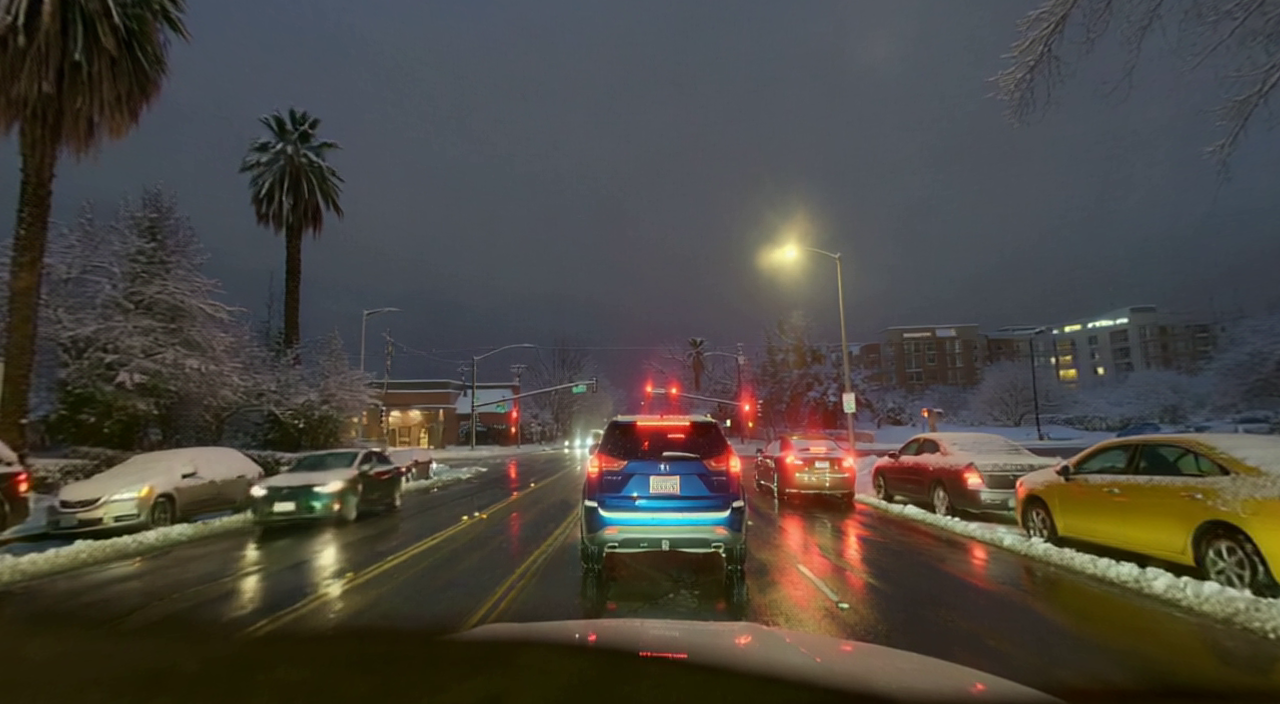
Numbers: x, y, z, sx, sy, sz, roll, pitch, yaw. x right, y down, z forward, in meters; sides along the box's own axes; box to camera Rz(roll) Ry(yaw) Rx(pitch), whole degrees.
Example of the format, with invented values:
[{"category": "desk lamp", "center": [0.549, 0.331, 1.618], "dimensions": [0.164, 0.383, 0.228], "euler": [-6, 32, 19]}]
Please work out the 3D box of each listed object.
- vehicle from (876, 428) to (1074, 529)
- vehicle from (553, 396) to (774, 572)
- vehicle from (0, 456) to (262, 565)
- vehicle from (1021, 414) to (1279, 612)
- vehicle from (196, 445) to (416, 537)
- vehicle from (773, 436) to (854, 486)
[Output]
[{"category": "vehicle", "center": [6.665, 2.524, 13.246], "dimensions": [1.930, 1.736, 4.329], "euler": [-1, -8, 3]}, {"category": "vehicle", "center": [0.265, 1.674, 8.717], "dimensions": [2.264, 1.798, 4.258], "euler": [0, -8, 1]}, {"category": "vehicle", "center": [-9.591, 2.811, 11.940], "dimensions": [2.054, 1.467, 4.595], "euler": [-3, -8, 1]}, {"category": "vehicle", "center": [6.442, 1.598, 6.934], "dimensions": [1.935, 1.672, 4.139], "euler": [0, -8, 1]}, {"category": "vehicle", "center": [-6.304, 2.626, 12.707], "dimensions": [1.928, 1.475, 4.645], "euler": [0, -8, -1]}, {"category": "vehicle", "center": [6.516, 4.117, 24.170], "dimensions": [1.948, 1.729, 4.023], "euler": [0, -8, 0]}]
